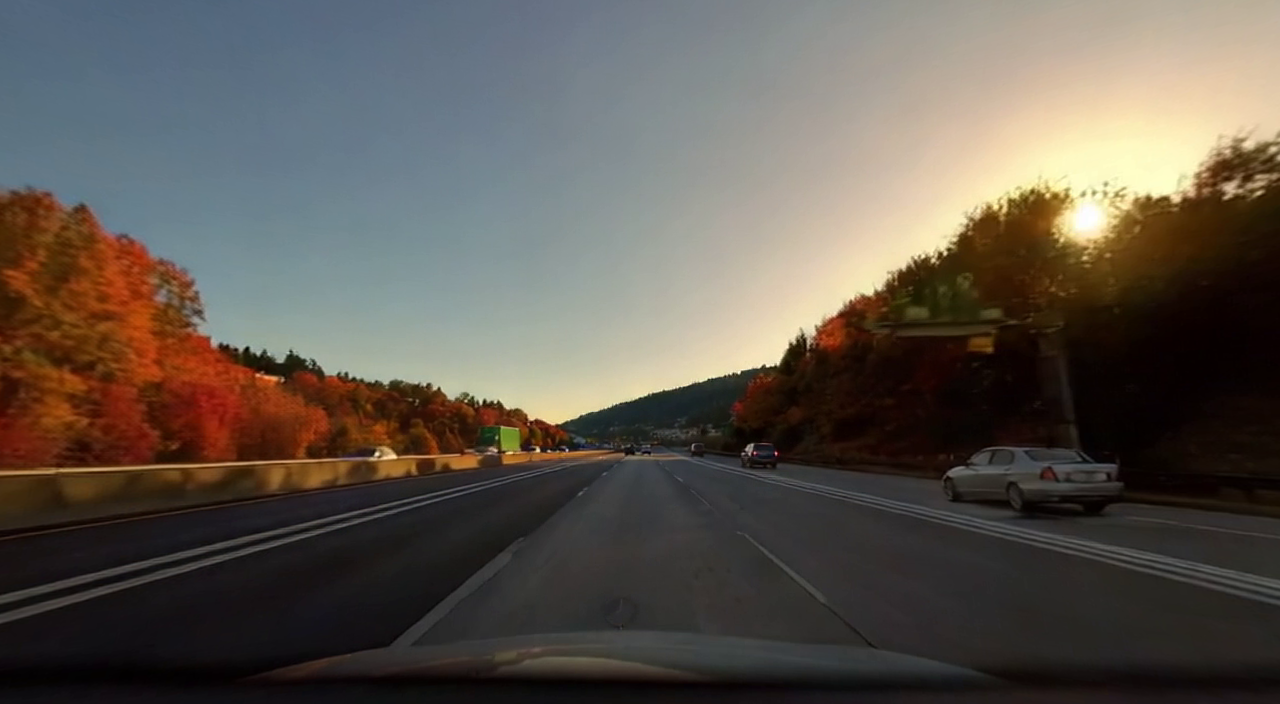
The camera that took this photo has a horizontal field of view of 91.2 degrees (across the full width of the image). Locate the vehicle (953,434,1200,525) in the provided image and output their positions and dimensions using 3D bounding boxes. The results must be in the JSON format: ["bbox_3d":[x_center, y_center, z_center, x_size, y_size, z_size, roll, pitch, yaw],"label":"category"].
[{"bbox_3d":[8.412,2.471,12.657,1.874,1.494,4.082,0,-9,-3],"label":"vehicle"}]

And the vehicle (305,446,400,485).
[{"bbox_3d":[-12.254,4.839,27.103,1.918,1.504,4.582,0,-9,0],"label":"vehicle"}]
